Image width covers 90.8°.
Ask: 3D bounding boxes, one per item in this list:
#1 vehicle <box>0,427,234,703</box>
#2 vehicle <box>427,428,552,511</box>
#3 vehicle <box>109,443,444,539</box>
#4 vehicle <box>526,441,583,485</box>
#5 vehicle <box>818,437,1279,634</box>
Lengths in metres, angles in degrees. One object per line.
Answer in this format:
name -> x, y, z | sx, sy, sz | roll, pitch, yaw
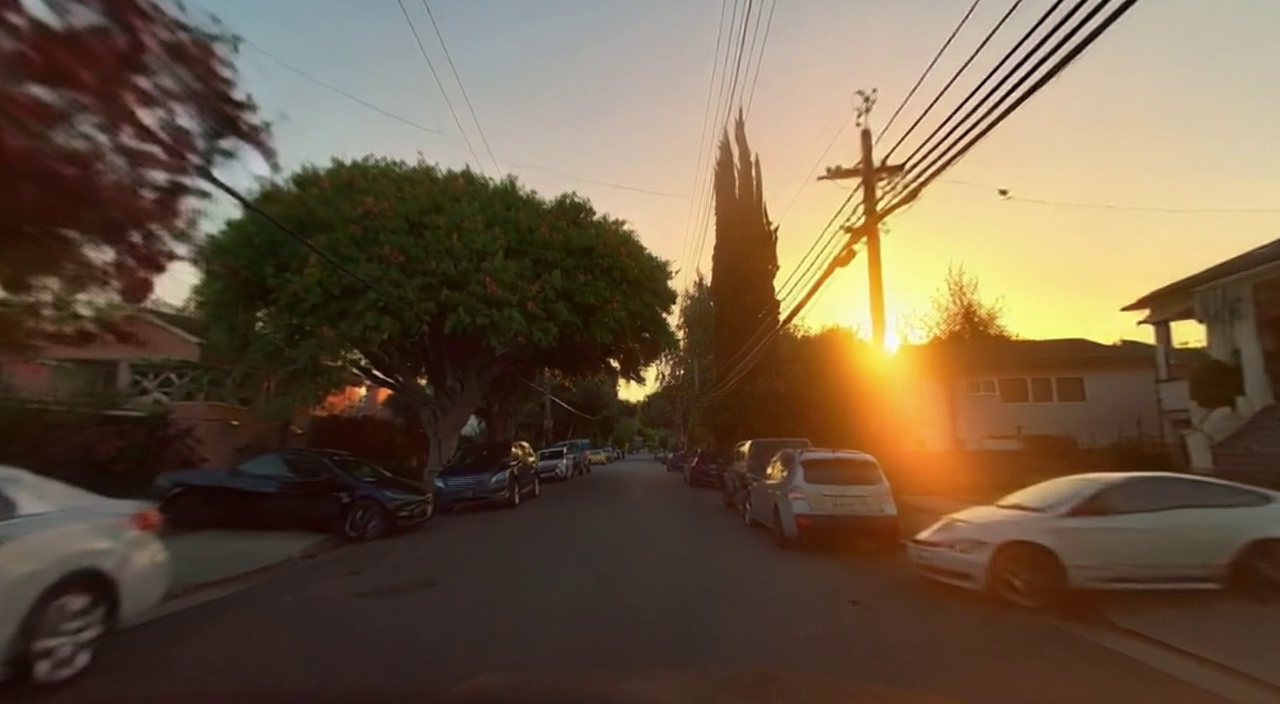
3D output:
vehicle -> -4.129, 1.058, 2.443 | 1.988, 1.541, 4.686 | 0, -8, 0
vehicle -> -3.974, 3.198, 17.779 | 2.280, 1.953, 5.092 | 0, -8, 0
vehicle -> -6.265, 2.432, 11.449 | 4.816, 1.519, 1.920 | 0, -8, -4
vehicle -> -3.776, 4.959, 28.674 | 2.014, 1.780, 4.757 | 0, -8, -1
vehicle -> 4.234, 1.576, 5.999 | 4.471, 1.493, 1.886 | 0, -8, -2
